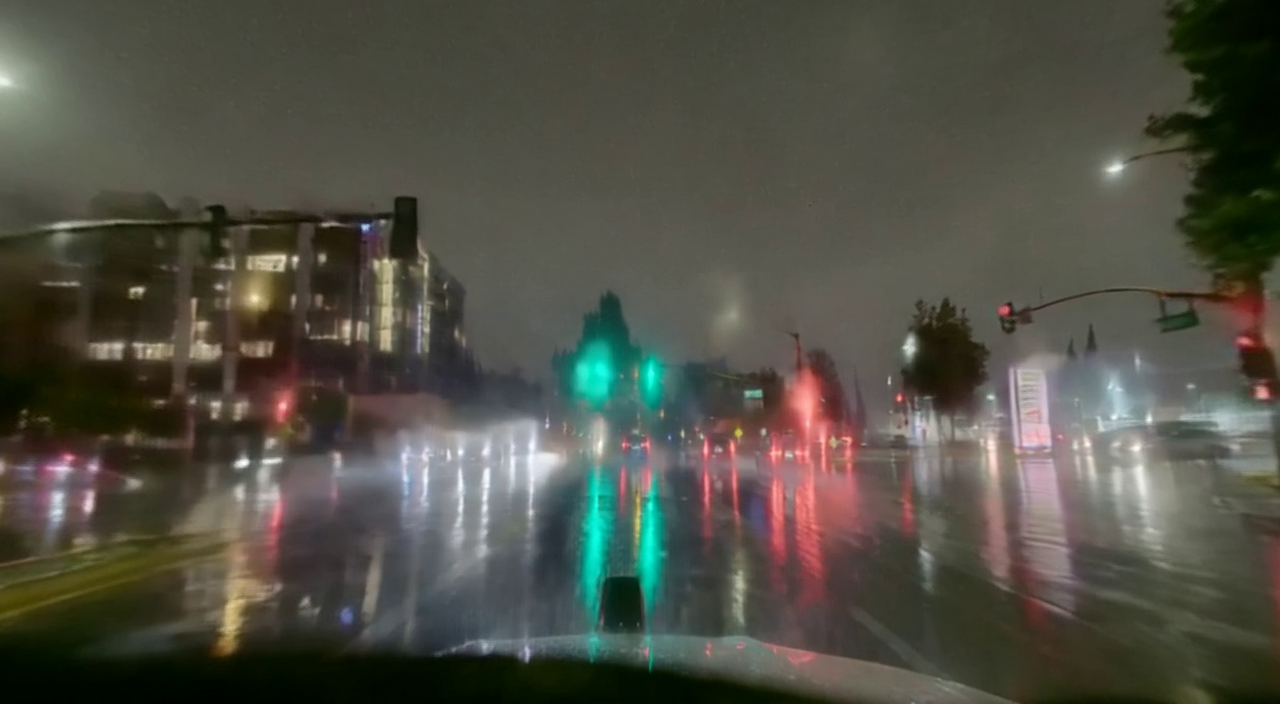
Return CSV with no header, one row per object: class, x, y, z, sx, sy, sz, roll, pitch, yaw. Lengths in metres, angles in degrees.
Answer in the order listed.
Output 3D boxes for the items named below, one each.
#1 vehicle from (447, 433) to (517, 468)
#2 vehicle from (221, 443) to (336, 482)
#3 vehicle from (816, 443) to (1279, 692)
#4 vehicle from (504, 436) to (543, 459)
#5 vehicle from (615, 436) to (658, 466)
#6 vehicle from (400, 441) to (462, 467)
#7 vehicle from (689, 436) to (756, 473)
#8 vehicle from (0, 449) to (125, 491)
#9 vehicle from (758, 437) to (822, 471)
vehicle,-8.538,5.389,34.675,2.590,1.769,4.827,0,-8,1
vehicle,-15.359,4.679,27.201,2.144,1.463,4.701,0,-8,1
vehicle,3.286,1.503,5.707,2.080,1.321,4.382,0,-8,-1
vehicle,-8.995,7.444,49.269,2.160,1.689,4.451,0,-8,1
vehicle,-0.181,5.244,33.556,2.143,1.480,4.006,0,-8,-1
vehicle,-12.344,6.049,37.660,2.181,1.440,4.253,0,-8,1
vehicle,3.534,4.475,27.901,2.226,1.490,4.593,0,-8,-2
vehicle,-23.502,4.587,24.846,4.751,1.501,2.147,-1,-8,5
vehicle,7.046,4.815,30.183,1.861,1.473,4.393,0,-8,-2
